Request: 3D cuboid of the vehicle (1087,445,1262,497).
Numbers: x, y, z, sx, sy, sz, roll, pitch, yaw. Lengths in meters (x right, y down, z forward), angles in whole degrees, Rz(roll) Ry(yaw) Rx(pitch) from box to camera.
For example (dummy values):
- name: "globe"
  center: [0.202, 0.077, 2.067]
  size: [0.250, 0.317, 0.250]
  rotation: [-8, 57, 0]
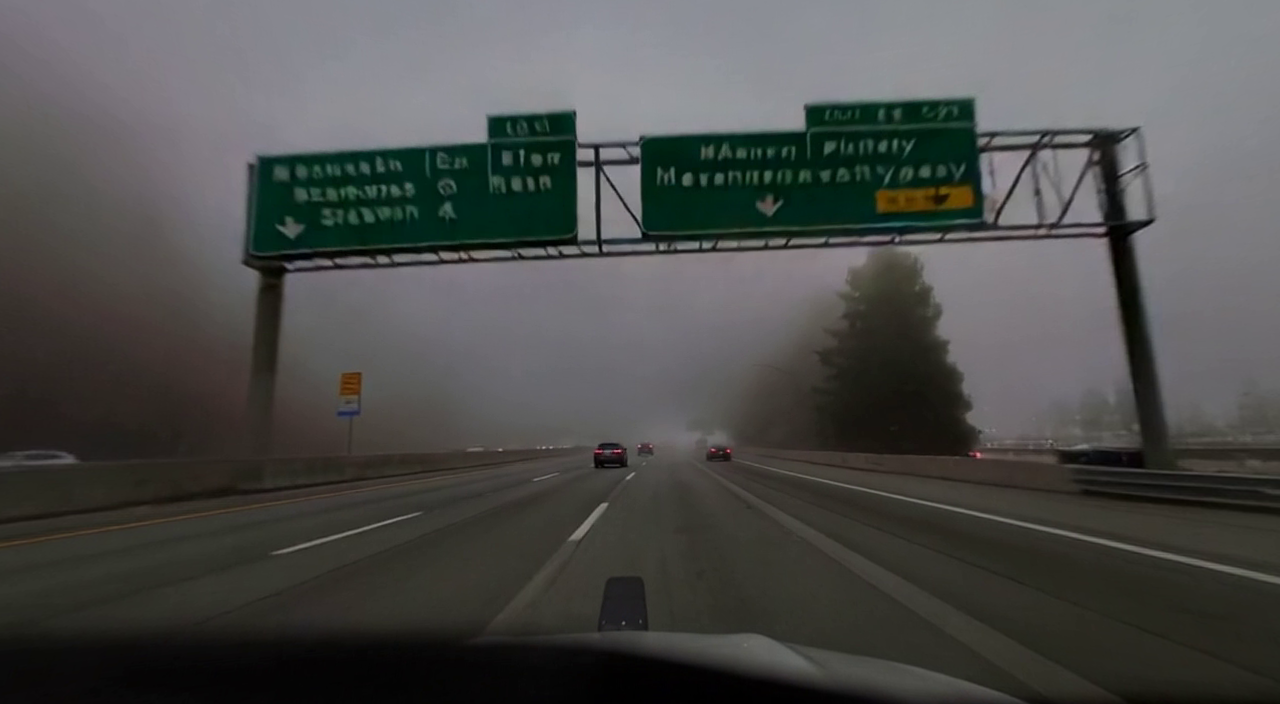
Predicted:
- name: "vehicle"
  center: [17.653, 3.906, 21.184]
  size: [1.818, 1.497, 4.469]
  rotation: [0, -8, -3]

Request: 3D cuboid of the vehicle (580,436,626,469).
- name: "vehicle"
  center: [-2.012, 5.656, 35.631]
  size: [2.196, 1.733, 4.355]
  rotation: [0, -8, 1]
